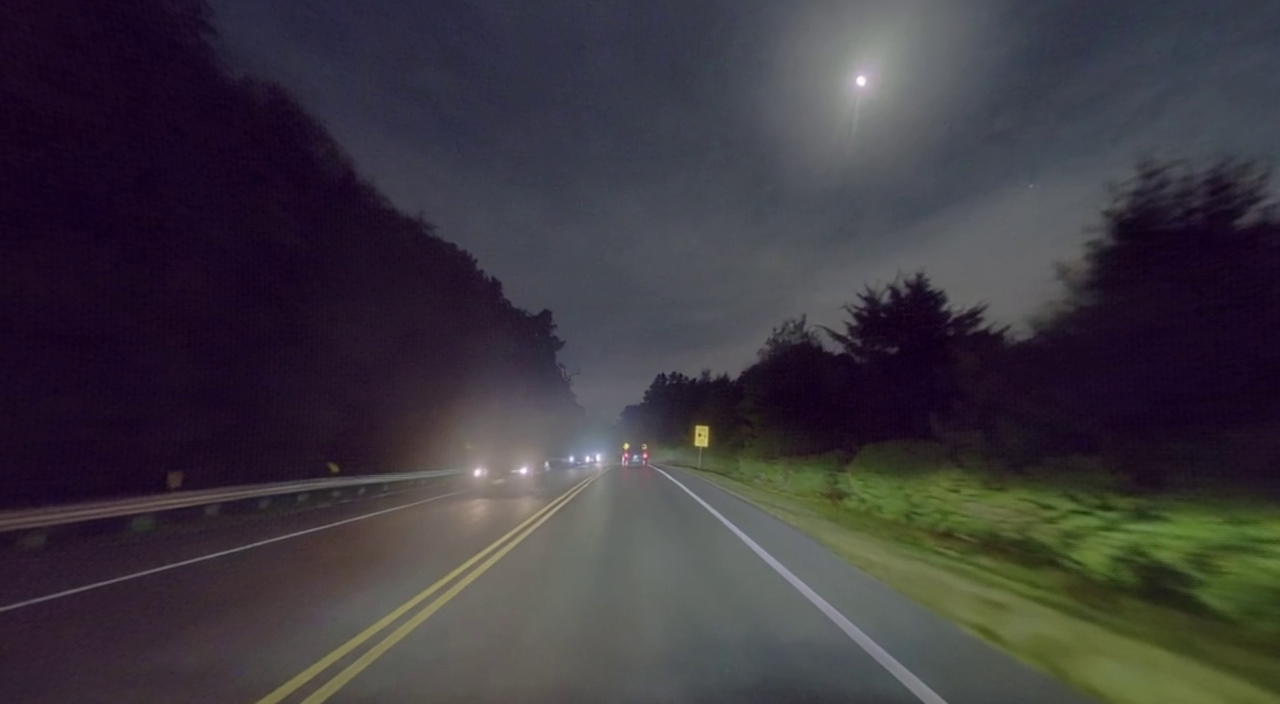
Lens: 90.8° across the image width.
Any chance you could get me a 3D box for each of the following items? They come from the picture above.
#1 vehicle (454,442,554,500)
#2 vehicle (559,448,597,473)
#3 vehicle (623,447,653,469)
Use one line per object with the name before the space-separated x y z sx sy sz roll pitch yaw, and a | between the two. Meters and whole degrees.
vehicle | -3.894 3.479 18.899 1.987 1.526 4.205 0 -9 1
vehicle | -3.877 6.862 40.325 1.981 1.486 4.348 0 -9 0
vehicle | -0.171 7.649 45.620 2.067 1.486 3.861 0 -9 -1
